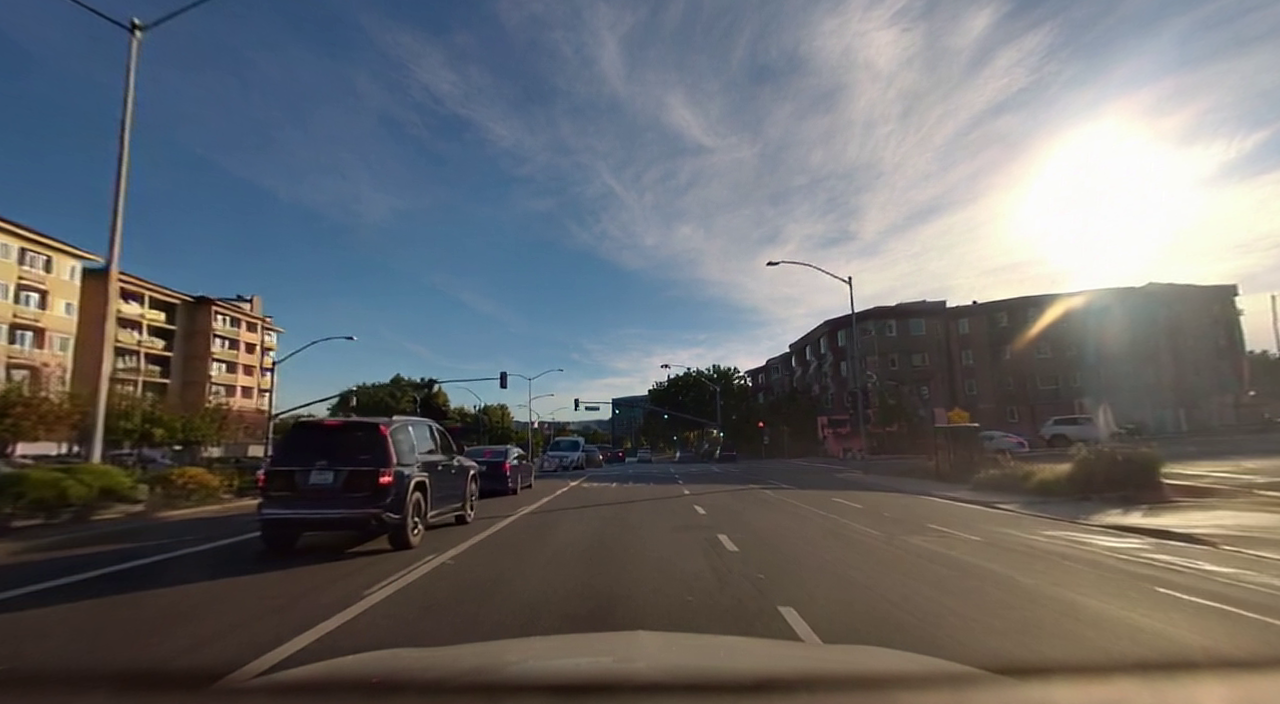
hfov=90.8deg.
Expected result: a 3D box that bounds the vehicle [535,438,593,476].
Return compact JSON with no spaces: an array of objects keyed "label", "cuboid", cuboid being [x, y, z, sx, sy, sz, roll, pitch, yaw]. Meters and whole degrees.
[{"label":"vehicle","cuboid":[-3.555,5.044,30.508,2.180,1.699,4.485,0,-9,1]}]

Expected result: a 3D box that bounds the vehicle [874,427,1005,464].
[{"label":"vehicle","cuboid":[15.482,4.868,32.923,5.618,1.857,2.296,0,-9,-2]}]

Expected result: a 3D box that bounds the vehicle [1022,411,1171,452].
[{"label":"vehicle","cuboid":[23.050,4.080,32.106,5.656,1.985,2.187,-1,-9,3]}]

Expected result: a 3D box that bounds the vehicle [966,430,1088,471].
[{"label":"vehicle","cuboid":[14.681,3.784,24.338,1.865,1.425,4.439,0,-9,0]}]

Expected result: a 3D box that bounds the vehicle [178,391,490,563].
[{"label":"vehicle","cuboid":[-3.980,1.754,9.532,2.220,1.888,4.904,0,-9,0]}]
